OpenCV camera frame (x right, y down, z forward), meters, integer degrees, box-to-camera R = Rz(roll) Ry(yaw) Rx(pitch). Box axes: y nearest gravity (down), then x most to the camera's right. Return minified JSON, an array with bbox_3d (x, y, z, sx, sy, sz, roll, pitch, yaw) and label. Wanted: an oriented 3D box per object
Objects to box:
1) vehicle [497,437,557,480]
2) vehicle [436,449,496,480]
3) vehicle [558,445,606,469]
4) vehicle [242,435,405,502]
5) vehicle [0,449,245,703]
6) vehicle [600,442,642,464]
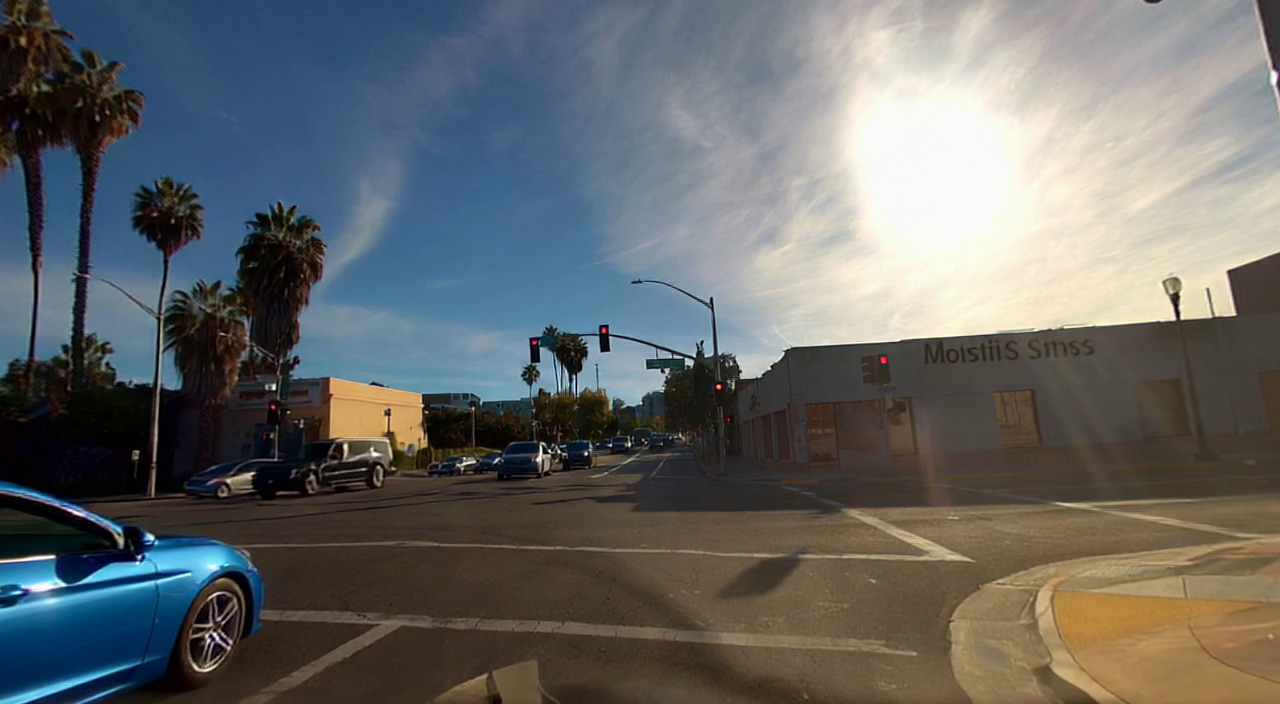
[{"bbox_3d":[-4.873,4.678,27.916,2.092,1.709,4.775,0,-9,-4],"label":"vehicle"},{"bbox_3d":[-11.170,7.223,40.913,1.870,1.705,4.426,-7,-10,11],"label":"vehicle"},{"bbox_3d":[-3.759,6.925,41.935,1.839,1.468,4.549,-2,-9,13],"label":"vehicle"},{"bbox_3d":[-9.745,3.632,20.150,2.152,1.825,5.406,-1,-9,3],"label":"vehicle"},{"bbox_3d":[-3.712,1.020,2.245,1.850,1.325,4.295,0,-9,0],"label":"vehicle"},{"bbox_3d":[-1.431,7.919,49.524,2.072,1.613,4.386,-3,-9,15],"label":"vehicle"}]
